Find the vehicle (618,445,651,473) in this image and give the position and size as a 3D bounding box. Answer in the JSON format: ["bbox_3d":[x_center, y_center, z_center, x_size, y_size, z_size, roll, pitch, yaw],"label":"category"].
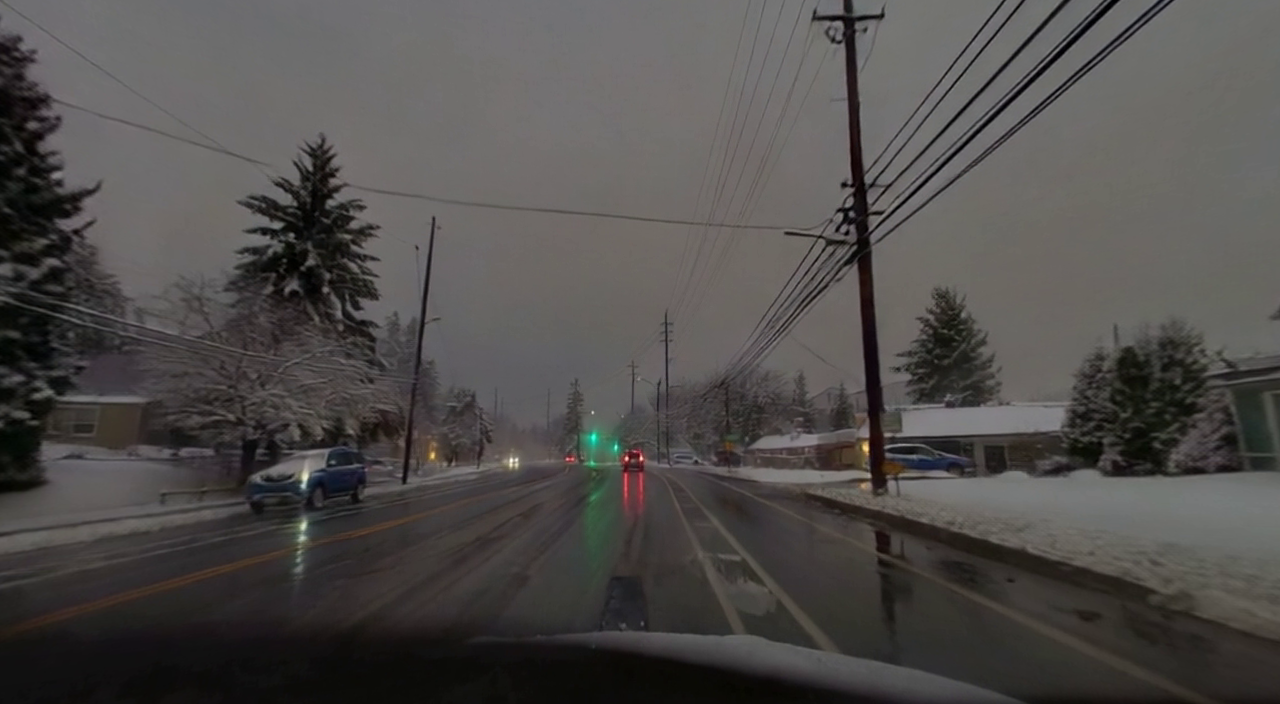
[{"bbox_3d":[-0.391,7.945,47.052,2.284,1.741,4.702,2,-8,1],"label":"vehicle"}]

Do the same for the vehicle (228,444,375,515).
[{"bbox_3d":[-11.066,4.129,21.184,1.998,2.047,5.167,0,-8,1],"label":"vehicle"}]

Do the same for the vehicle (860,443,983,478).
[{"bbox_3d":[12.759,4.933,28.764,4.648,1.511,1.919,0,-8,-2],"label":"vehicle"}]
